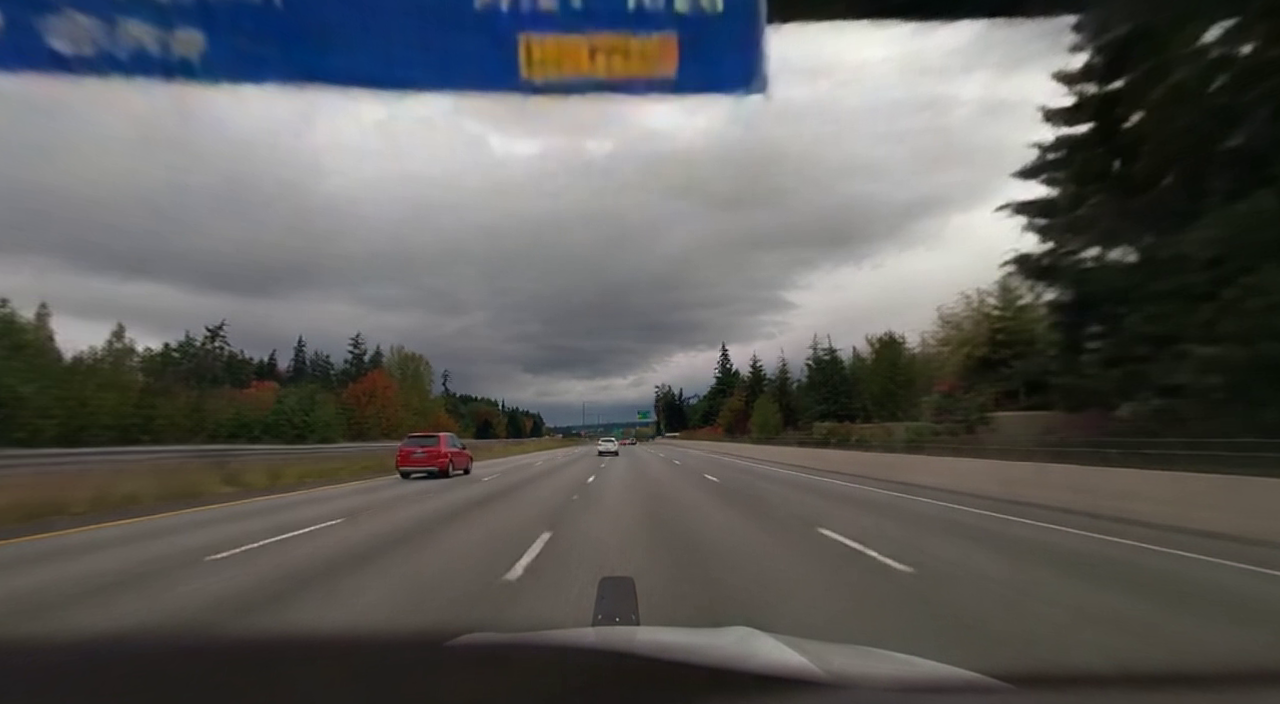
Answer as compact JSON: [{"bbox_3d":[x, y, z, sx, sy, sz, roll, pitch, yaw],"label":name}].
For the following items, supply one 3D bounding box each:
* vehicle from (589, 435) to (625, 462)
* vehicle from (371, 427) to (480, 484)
[{"bbox_3d":[-1.939,5.867,38.306,2.010,1.534,4.013,0,-8,0],"label":"vehicle"},{"bbox_3d":[-6.980,3.407,21.062,2.111,1.689,4.505,0,-8,-1],"label":"vehicle"}]
